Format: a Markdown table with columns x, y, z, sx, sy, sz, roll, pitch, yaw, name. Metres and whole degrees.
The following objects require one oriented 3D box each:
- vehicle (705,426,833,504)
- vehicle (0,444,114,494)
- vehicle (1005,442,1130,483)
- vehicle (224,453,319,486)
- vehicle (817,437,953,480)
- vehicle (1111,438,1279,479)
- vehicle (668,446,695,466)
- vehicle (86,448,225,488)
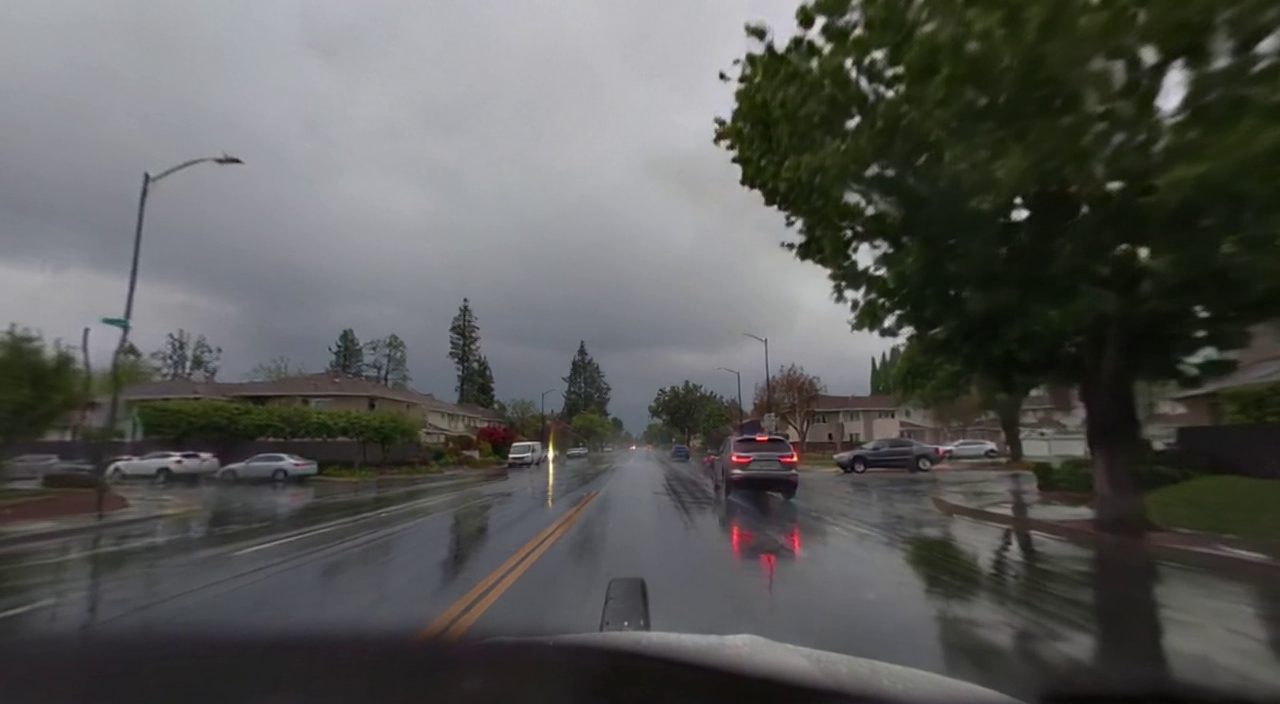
| x | y | z | sx | sy | sz | roll | pitch | yaw | name |
| --- | --- | --- | --- | --- | --- | --- | --- | --- | --- |
| 3.444 | 3.187 | 18.289 | 2.497 | 1.889 | 5.833 | 0 | -8 | 0 | vehicle |
| -24.029 | 4.574 | 24.859 | 4.644 | 1.781 | 2.084 | 0 | -6 | 1 | vehicle |
| 16.548 | 4.276 | 24.536 | 3.467 | 1.520 | 1.801 | 0 | -8 | 1 | vehicle |
| -20.079 | 6.411 | 34.474 | 3.986 | 1.665 | 1.888 | 0 | -9 | 1 | vehicle |
| 11.674 | 5.091 | 30.295 | 5.539 | 1.729 | 2.145 | -2 | -8 | -3 | vehicle |
| 21.877 | 4.156 | 24.754 | 5.051 | 1.527 | 1.968 | -1 | -8 | 2 | vehicle |
| 3.105 | 7.940 | 48.370 | 1.956 | 1.492 | 4.425 | 0 | -8 | 2 | vehicle |
| -26.300 | 6.282 | 34.351 | 5.604 | 2.035 | 2.291 | 0 | -9 | 0 | vehicle |
